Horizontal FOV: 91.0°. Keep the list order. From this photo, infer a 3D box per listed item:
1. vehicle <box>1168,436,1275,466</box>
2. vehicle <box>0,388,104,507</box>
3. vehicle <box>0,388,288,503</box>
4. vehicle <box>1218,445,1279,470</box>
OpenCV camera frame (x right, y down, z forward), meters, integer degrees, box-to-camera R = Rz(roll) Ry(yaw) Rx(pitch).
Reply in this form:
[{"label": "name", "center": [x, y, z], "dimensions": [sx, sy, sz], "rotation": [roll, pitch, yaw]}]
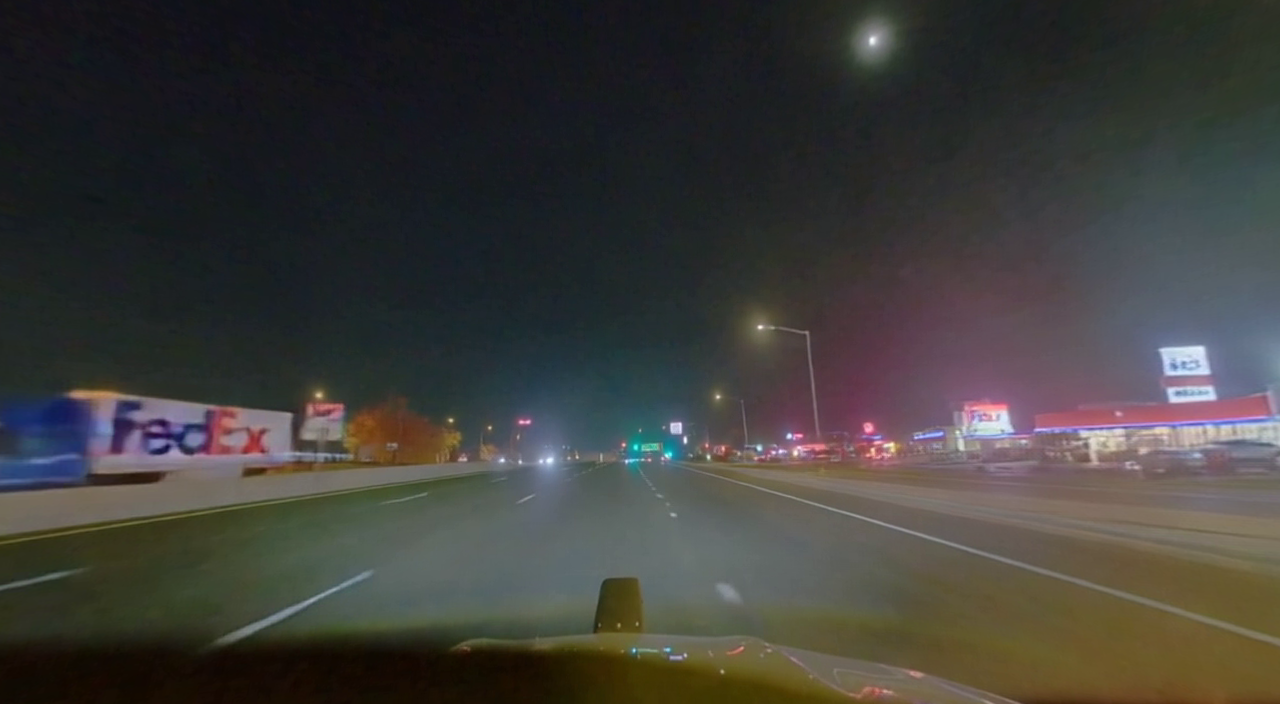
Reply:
[{"label": "vehicle", "center": [43.969, 7.469, 47.701], "dimensions": [5.942, 2.037, 2.359], "rotation": [1, -4, -3]}, {"label": "vehicle", "center": [-23.268, 3.236, 21.444], "dimensions": [2.971, 4.003, 7.817], "rotation": [0, -9, -1]}, {"label": "vehicle", "center": [-23.478, 4.611, 30.935], "dimensions": [2.964, 4.152, 16.360], "rotation": [0, -9, 0]}, {"label": "vehicle", "center": [43.261, 7.301, 43.616], "dimensions": [4.635, 1.693, 2.073], "rotation": [1, -9, -7]}]
